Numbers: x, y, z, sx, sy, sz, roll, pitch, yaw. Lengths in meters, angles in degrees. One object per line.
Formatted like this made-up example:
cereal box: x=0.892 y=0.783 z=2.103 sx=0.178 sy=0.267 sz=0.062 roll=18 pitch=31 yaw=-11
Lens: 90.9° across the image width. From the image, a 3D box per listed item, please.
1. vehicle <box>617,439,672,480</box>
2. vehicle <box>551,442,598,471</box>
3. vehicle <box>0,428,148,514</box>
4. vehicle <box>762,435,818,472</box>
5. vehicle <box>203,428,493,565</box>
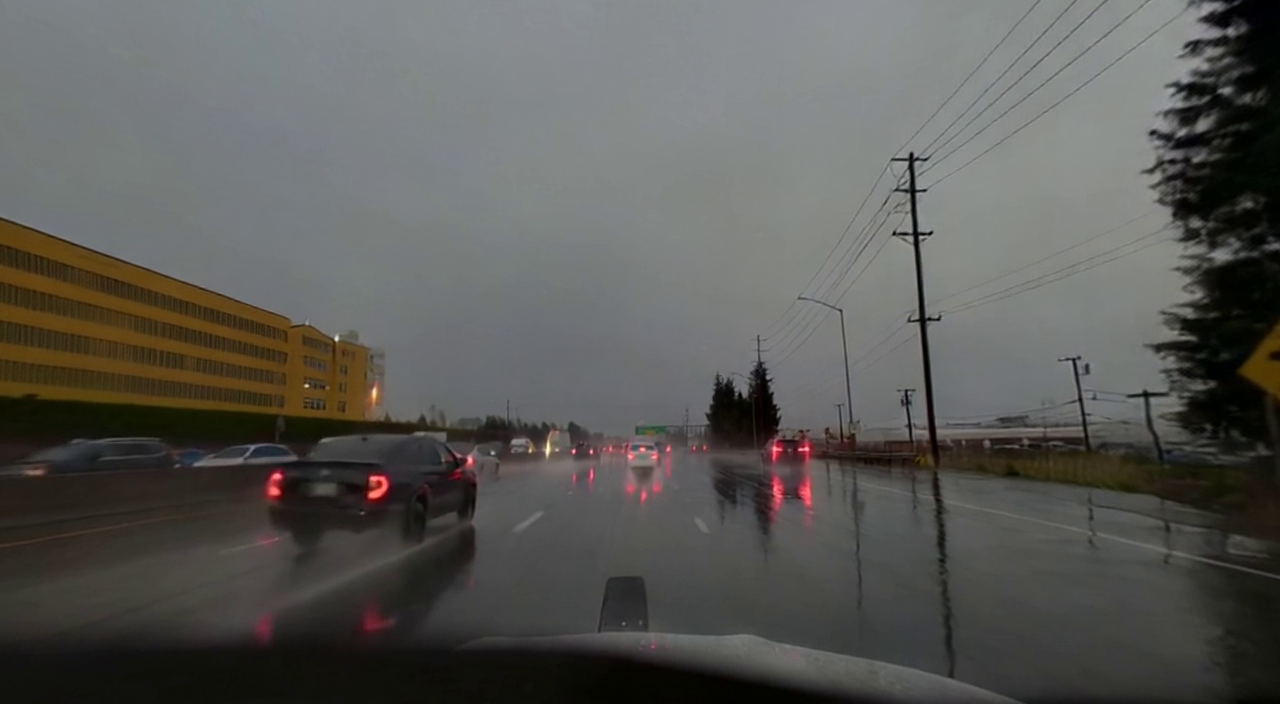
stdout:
vehicle: x=0.155 y=4.424 z=26.278 sx=2.107 sy=1.538 sz=3.999 roll=0 pitch=-8 yaw=0
vehicle: x=-3.510 y=5.680 z=34.634 sx=2.034 sy=1.466 sz=4.363 roll=-1 pitch=-8 yaw=2
vehicle: x=-12.874 y=2.384 z=12.835 sx=1.988 sy=1.576 sz=4.561 roll=-1 pitch=-8 yaw=0
vehicle: x=7.822 y=5.318 z=33.331 sx=2.106 sy=1.817 sz=4.845 roll=-1 pitch=-8 yaw=4
vehicle: x=-3.827 y=1.957 z=9.457 sx=2.059 sy=1.508 sz=4.662 roll=-1 pitch=-8 yaw=1
